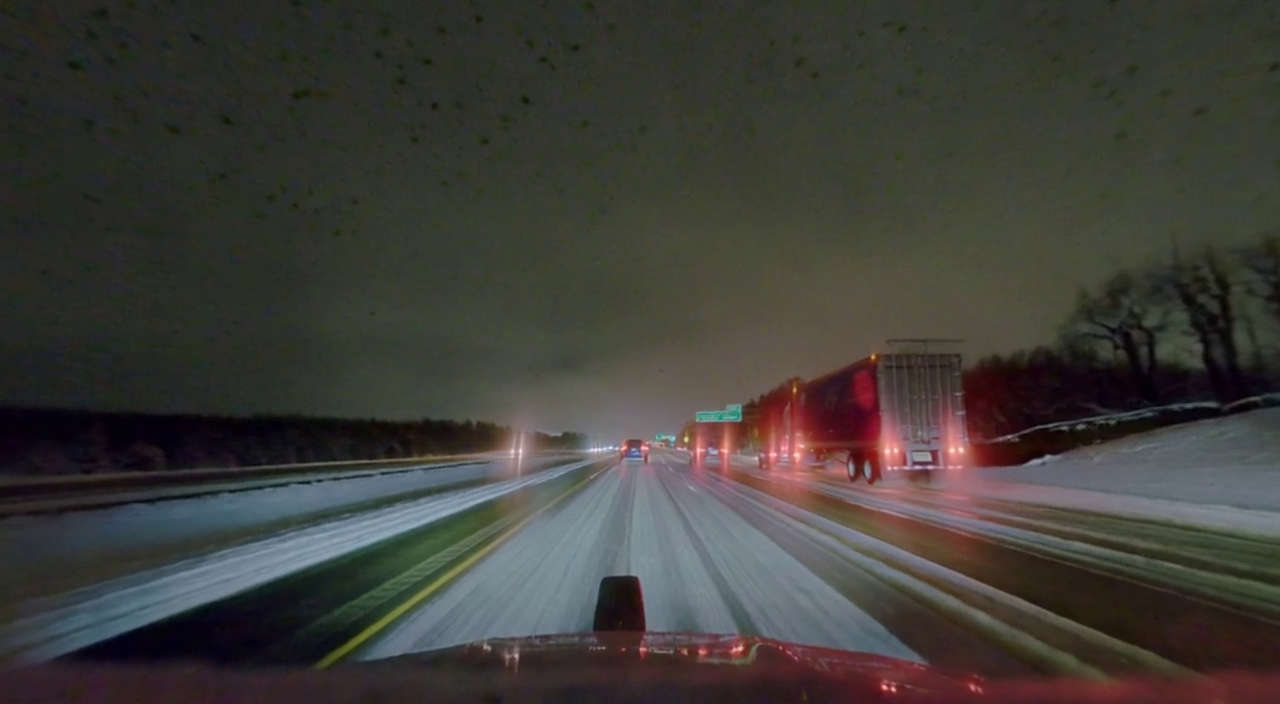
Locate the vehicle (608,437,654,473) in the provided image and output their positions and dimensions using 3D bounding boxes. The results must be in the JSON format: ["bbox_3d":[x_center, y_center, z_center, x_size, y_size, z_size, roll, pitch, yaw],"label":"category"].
[{"bbox_3d":[-0.375,5.108,31.421,2.142,1.664,4.076,0,-9,1],"label":"vehicle"}]

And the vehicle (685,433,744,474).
[{"bbox_3d":[3.567,4.993,31.108,2.269,1.839,4.554,0,-9,-1],"label":"vehicle"}]
